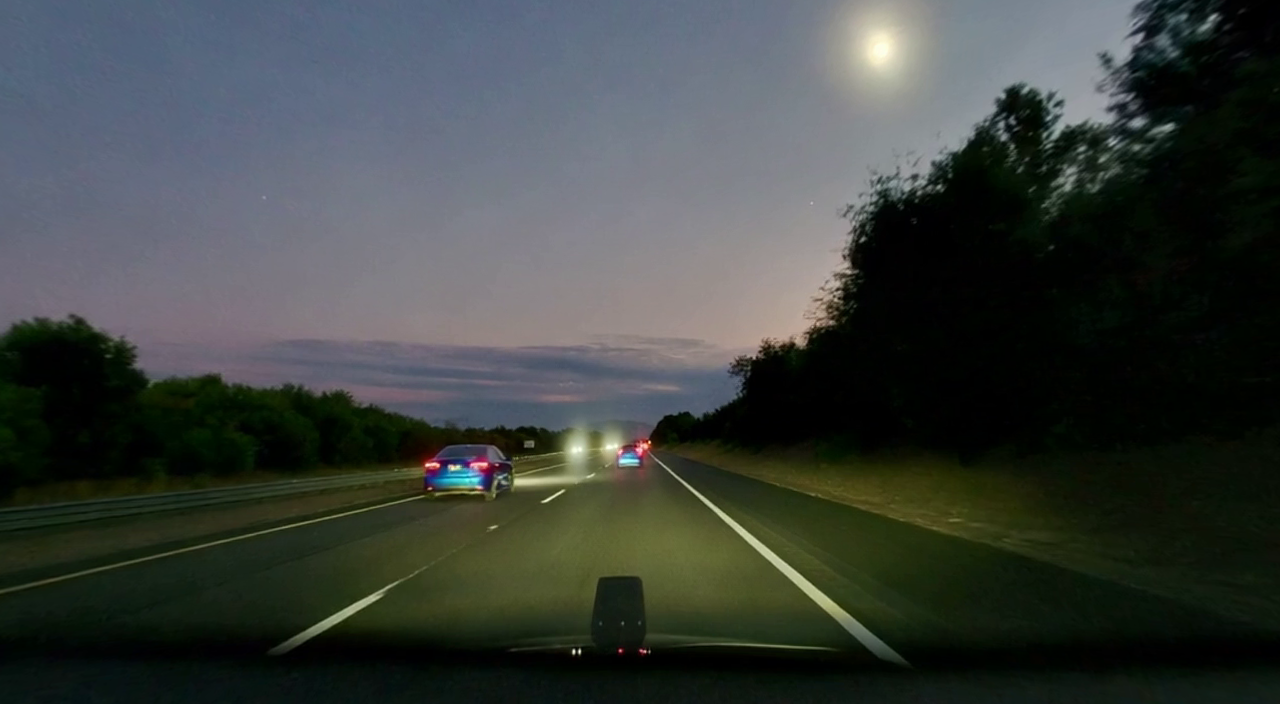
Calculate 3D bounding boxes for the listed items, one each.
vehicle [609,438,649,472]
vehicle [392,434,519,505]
[{"bbox_3d":[-0.605,5.788,35.575,2.126,1.786,3.958,0,-9,-1],"label":"vehicle"},{"bbox_3d":[-4.749,3.095,16.990,2.113,1.656,4.215,0,-9,0],"label":"vehicle"}]
